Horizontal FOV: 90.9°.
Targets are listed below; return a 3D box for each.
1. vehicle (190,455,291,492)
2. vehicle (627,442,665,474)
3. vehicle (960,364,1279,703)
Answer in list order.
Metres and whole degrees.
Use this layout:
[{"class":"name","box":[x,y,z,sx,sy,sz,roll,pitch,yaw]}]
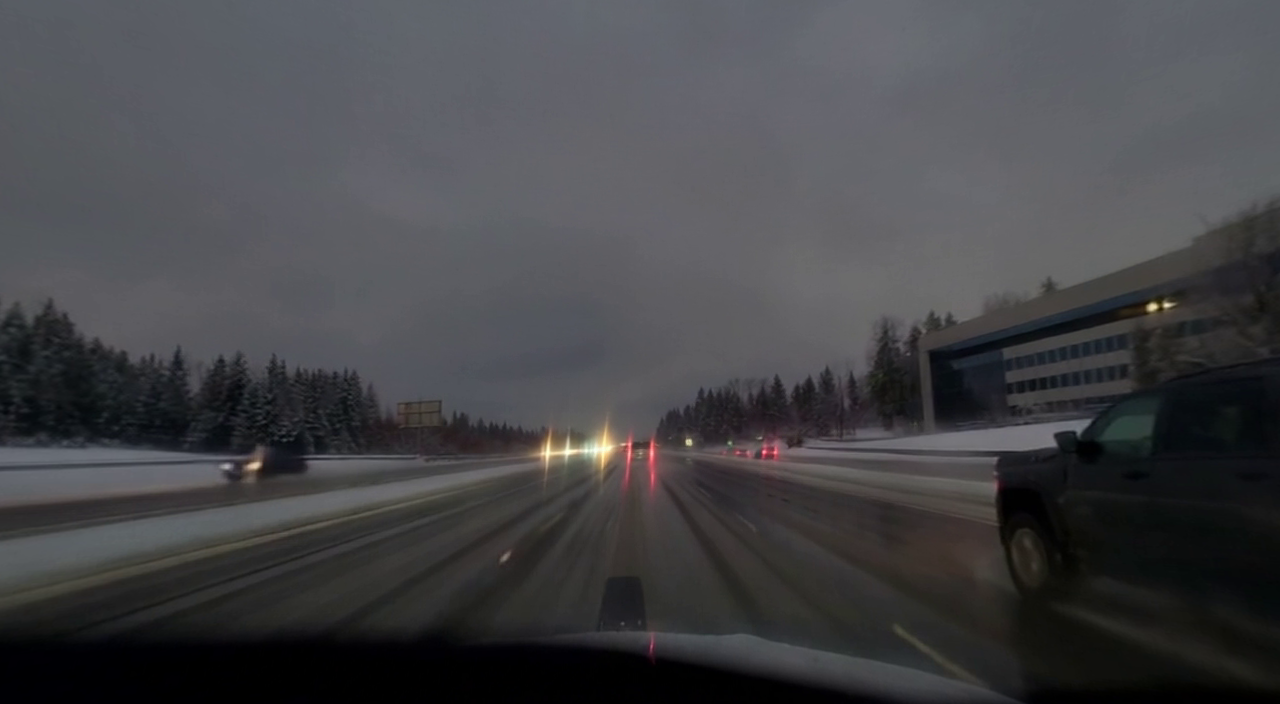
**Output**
[{"class":"vehicle","box":[-19.490,5.931,31.014,1.884,1.642,4.551,0,-9,2]},{"class":"vehicle","box":[0.330,5.915,35.231,2.015,1.639,4.086,0,-9,0]},{"class":"vehicle","box":[3.855,0.900,3.049,2.008,1.595,5.082,0,-9,1]}]
